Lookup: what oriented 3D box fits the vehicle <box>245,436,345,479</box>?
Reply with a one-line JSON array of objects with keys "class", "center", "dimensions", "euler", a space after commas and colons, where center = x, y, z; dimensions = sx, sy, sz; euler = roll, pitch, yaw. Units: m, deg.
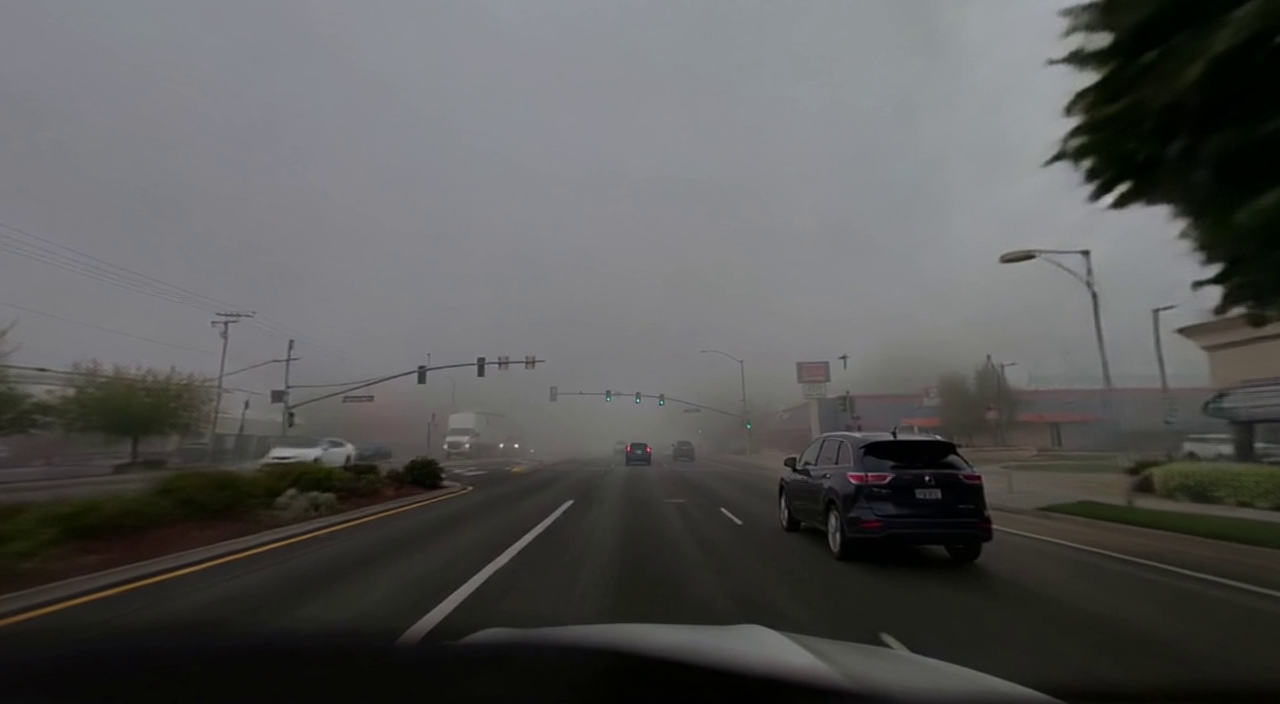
[{"class": "vehicle", "center": [-14.082, 4.320, 26.085], "dimensions": [1.847, 1.624, 3.927], "euler": [0, -9, 1]}]

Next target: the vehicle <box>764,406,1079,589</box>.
[{"class": "vehicle", "center": [3.053, 1.678, 8.123], "dimensions": [1.969, 1.682, 4.387], "euler": [0, -9, -1]}]

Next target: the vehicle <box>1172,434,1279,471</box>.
[{"class": "vehicle", "center": [31.406, 5.307, 33.505], "dimensions": [1.980, 1.792, 4.850], "euler": [0, -9, -1]}]

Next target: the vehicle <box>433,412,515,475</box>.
[{"class": "vehicle", "center": [-7.386, 4.187, 28.876], "dimensions": [2.334, 2.525, 5.893], "euler": [0, -9, -2]}]

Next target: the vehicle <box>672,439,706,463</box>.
[{"class": "vehicle", "center": [3.549, 7.302, 46.514], "dimensions": [2.085, 1.668, 4.077], "euler": [0, -9, 0]}]

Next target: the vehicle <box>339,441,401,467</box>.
[{"class": "vehicle", "center": [-17.791, 6.718, 41.897], "dimensions": [1.946, 1.606, 5.136], "euler": [0, -9, -1]}]

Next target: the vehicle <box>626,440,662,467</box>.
[{"class": "vehicle", "center": [0.193, 6.095, 37.943], "dimensions": [2.023, 1.532, 3.891], "euler": [0, -9, -2]}]
